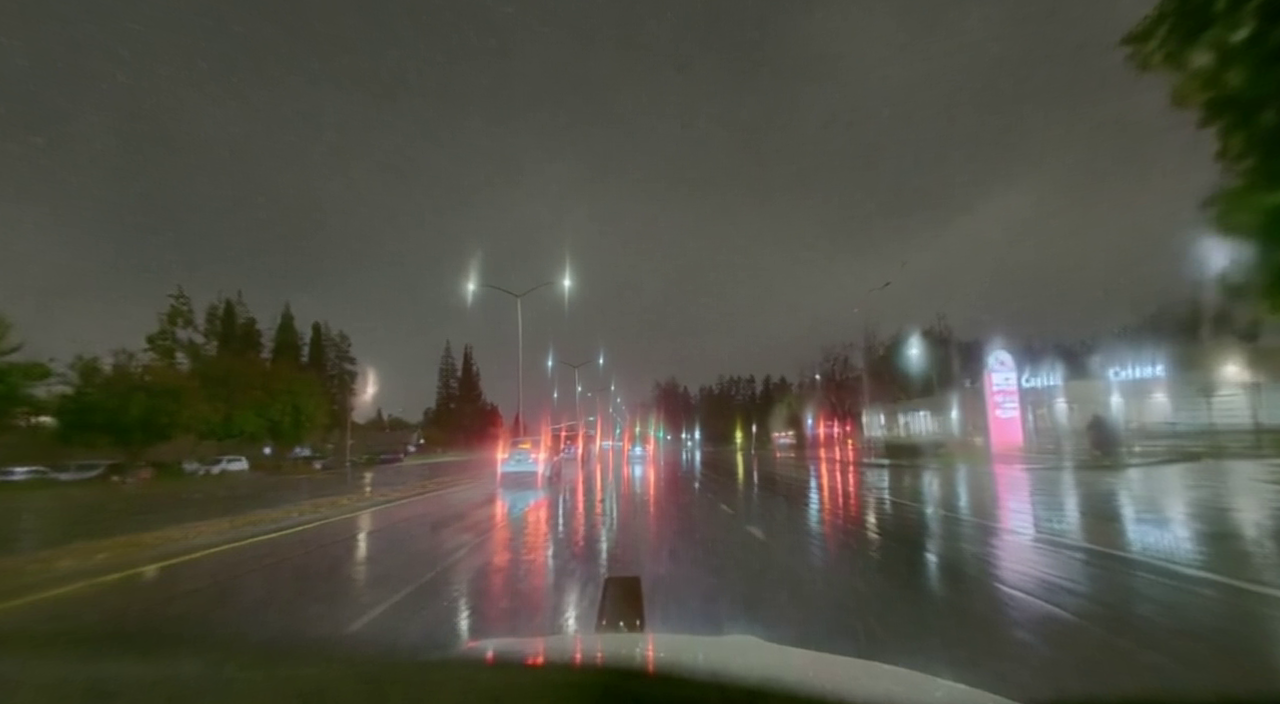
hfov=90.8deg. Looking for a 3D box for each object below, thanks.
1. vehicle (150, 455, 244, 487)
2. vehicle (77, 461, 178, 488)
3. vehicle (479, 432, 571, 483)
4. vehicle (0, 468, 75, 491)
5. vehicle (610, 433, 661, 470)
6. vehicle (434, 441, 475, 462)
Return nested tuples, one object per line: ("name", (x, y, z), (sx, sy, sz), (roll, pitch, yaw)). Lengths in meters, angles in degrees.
("vehicle", (-28.792, 7.714, 41.190), (4.586, 1.682, 2.003), (-3, -8, -4))
("vehicle", (-29.218, 6.954, 36.069), (4.193, 1.435, 1.770), (0, -8, 0))
("vehicle", (-3.600, 3.397, 20.624), (2.139, 1.487, 4.453), (0, -8, 0))
("vehicle", (-41.580, 8.710, 43.322), (3.900, 1.453, 1.740), (0, -8, 0))
("vehicle", (-0.218, 4.407, 28.142), (2.126, 1.475, 3.967), (0, -8, -1))
("vehicle", (-13.572, 7.286, 46.391), (1.879, 1.503, 4.274), (0, -8, -3))
